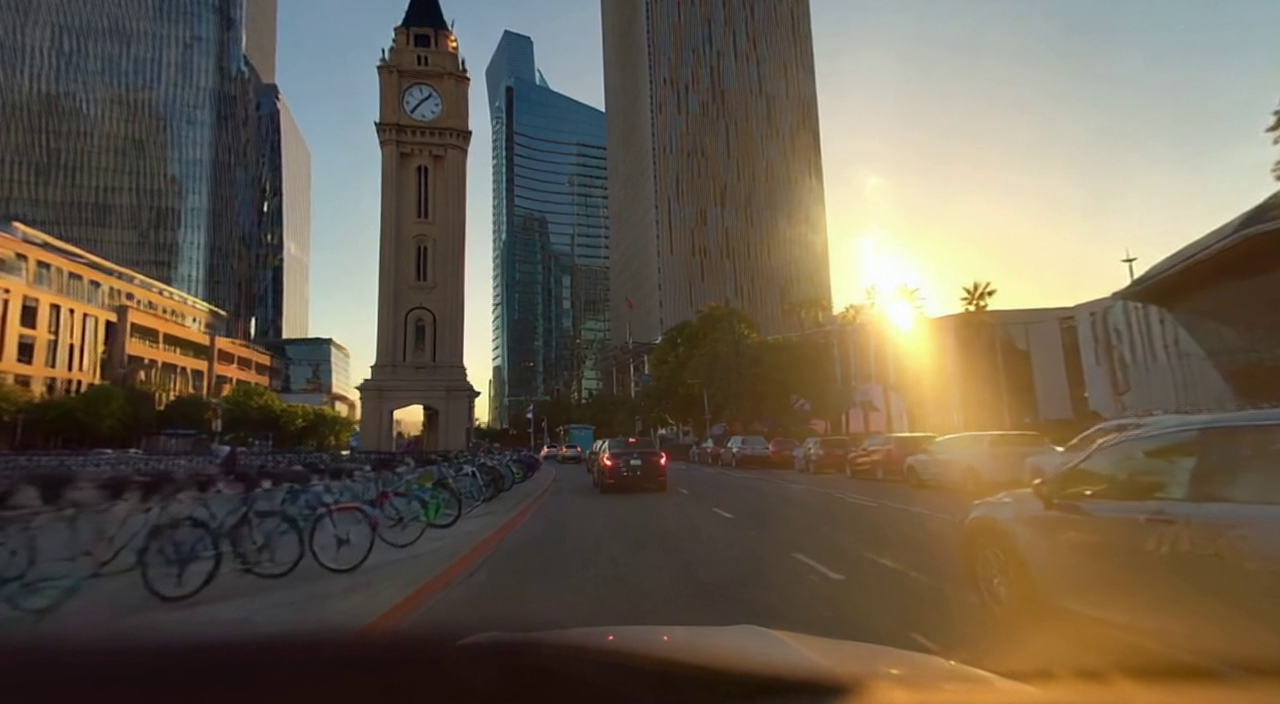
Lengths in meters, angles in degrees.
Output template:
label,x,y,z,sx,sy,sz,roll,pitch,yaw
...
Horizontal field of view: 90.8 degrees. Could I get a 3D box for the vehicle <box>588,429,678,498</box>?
label,x,y,z,sx,sy,sz,roll,pitch,yaw
vehicle,-0.323,2.957,17.092,2.111,1.605,3.832,0,-8,-6

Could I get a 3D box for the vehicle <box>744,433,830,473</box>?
label,x,y,z,sx,sy,sz,roll,pitch,yaw
vehicle,6.477,4.522,28.478,1.945,1.623,5.013,1,-9,-9

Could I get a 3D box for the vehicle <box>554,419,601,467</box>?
label,x,y,z,sx,sy,sz,roll,pitch,yaw
vehicle,-4.177,5.932,41.078,2.400,2.872,6.053,1,-9,-12

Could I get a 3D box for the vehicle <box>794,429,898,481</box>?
label,x,y,z,sx,sy,sz,roll,pitch,yaw
vehicle,7.272,3.681,22.822,1.860,1.684,4.211,1,-9,-7

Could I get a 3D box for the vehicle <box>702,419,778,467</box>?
label,x,y,z,sx,sy,sz,roll,pitch,yaw
vehicle,5.404,5.063,35.047,2.377,2.429,5.532,1,-9,-11

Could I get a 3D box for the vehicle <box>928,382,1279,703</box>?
label,x,y,z,sx,sy,sz,roll,pitch,yaw
vehicle,3.595,0.932,2.940,2.116,1.500,4.702,0,-8,-3
